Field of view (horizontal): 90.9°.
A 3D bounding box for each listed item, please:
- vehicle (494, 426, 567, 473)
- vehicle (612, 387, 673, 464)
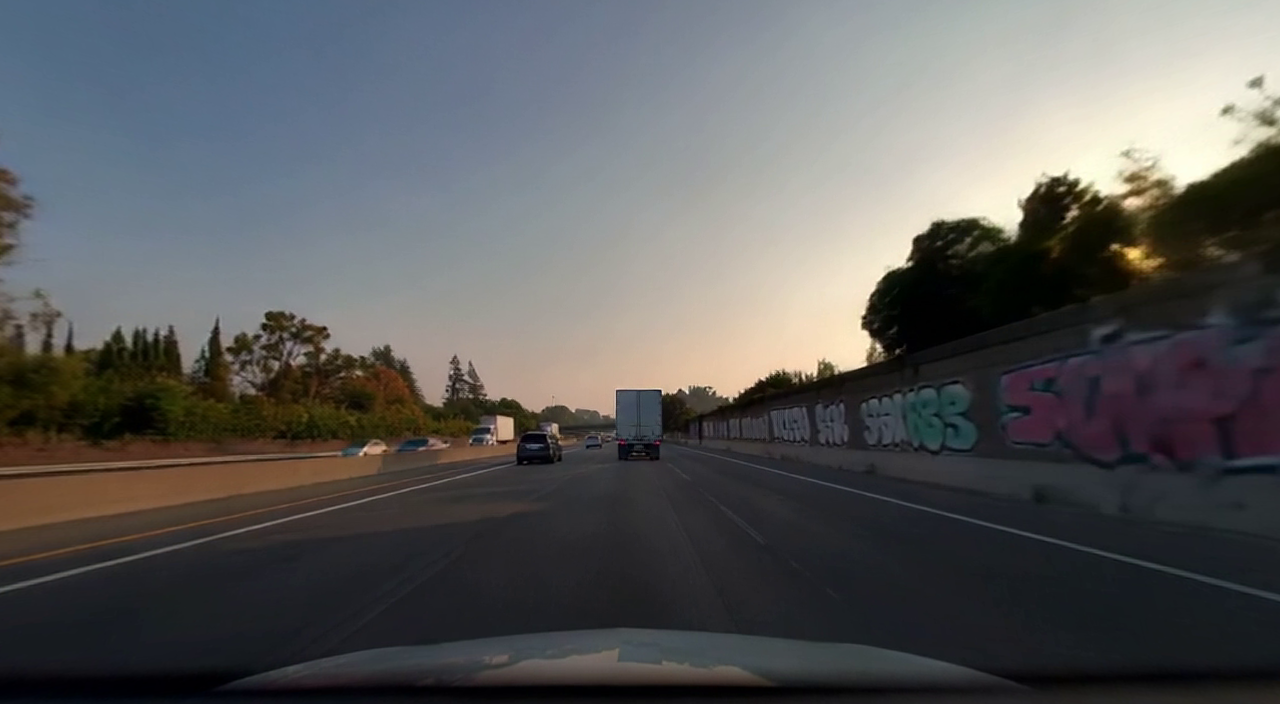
[{"bbox_3d":[-4.172,3.779,24.665,2.058,1.645,4.130,0,-8,0],"label":"vehicle"},{"bbox_3d":[0.031,4.141,34.739,2.927,3.649,9.443,0,-8,-1],"label":"vehicle"}]
